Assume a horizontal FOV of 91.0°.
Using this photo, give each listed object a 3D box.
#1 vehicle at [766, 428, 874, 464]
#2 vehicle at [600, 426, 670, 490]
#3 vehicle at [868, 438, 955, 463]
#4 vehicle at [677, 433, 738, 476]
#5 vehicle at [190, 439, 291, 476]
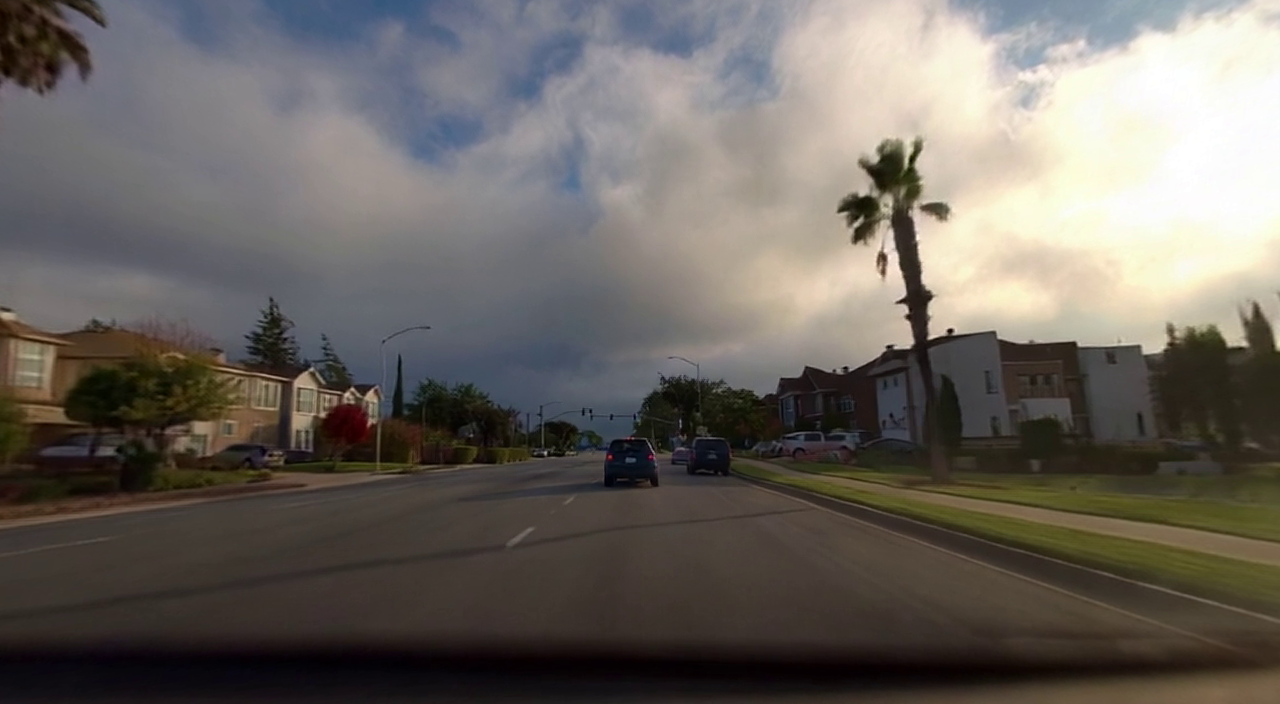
[{"bbox_3d":[10.658,5.631,37.652,5.709,2.017,2.435,0,-9,-1],"label":"vehicle"},{"bbox_3d":[-0.215,3.424,20.637,1.994,1.810,5.057,0,-9,-2],"label":"vehicle"},{"bbox_3d":[16.245,5.917,37.791,4.317,1.420,1.828,0,-9,0],"label":"vehicle"},{"bbox_3d":[3.253,5.071,31.335,2.416,1.922,5.023,0,-9,-1],"label":"vehicle"},{"bbox_3d":[-21.604,5.725,34.345,2.196,1.820,4.955,0,-9,1],"label":"vehicle"}]
